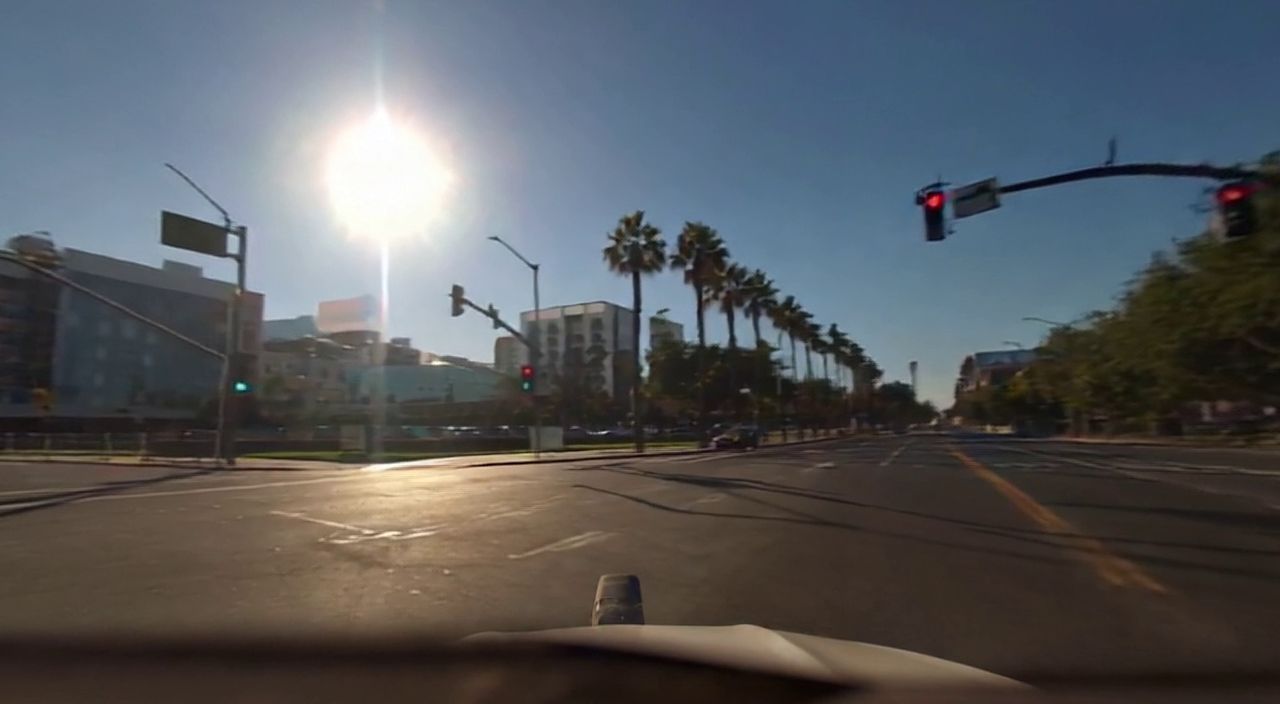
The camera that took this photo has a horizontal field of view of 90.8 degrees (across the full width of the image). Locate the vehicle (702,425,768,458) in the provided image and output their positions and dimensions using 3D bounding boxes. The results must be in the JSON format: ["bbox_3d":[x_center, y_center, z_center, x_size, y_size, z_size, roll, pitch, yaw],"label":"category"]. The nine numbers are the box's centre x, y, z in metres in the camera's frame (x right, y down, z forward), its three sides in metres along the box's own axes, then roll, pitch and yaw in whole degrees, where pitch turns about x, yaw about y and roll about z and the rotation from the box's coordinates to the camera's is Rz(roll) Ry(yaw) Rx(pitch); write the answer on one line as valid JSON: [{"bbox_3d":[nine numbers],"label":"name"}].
[{"bbox_3d":[4.686,4.318,30.579,2.149,1.477,4.186,-4,-9,23],"label":"vehicle"}]
